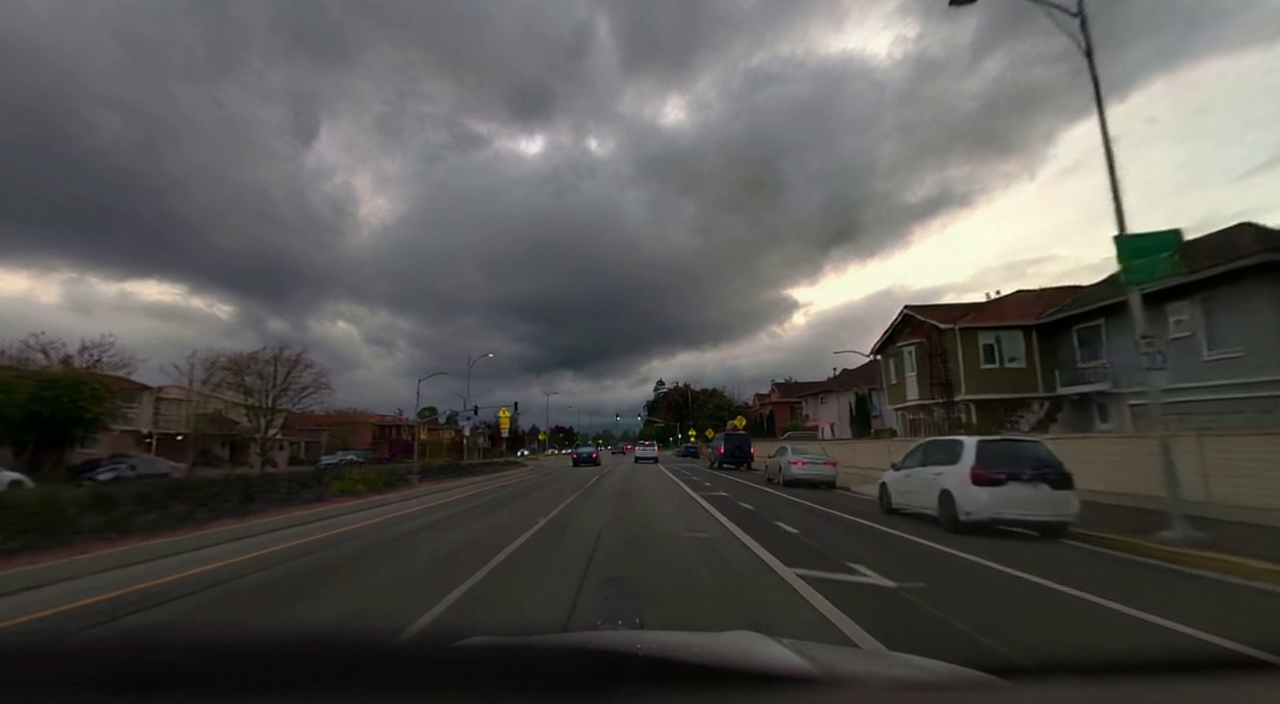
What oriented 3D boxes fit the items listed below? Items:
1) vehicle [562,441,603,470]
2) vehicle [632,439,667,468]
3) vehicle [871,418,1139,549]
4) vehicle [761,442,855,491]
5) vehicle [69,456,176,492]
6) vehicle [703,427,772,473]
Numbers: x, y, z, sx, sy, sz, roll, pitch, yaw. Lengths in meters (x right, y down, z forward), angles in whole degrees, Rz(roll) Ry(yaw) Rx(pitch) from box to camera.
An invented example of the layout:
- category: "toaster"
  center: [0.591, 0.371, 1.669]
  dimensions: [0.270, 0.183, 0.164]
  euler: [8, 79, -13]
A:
- category: "vehicle"
  center: [-3.712, 6.787, 41.460]
  dimensions: [2.233, 1.775, 4.491]
  euler: [0, -9, 1]
- category: "vehicle"
  center: [0.608, 7.072, 44.178]
  dimensions: [2.273, 1.851, 5.075]
  euler: [0, -9, -1]
- category: "vehicle"
  center: [5.803, 2.139, 10.932]
  dimensions: [2.020, 1.762, 4.559]
  euler: [0, -9, 2]
- category: "vehicle"
  center: [5.776, 3.979, 22.311]
  dimensions: [1.910, 1.520, 4.375]
  euler: [0, -9, -3]
- category: "vehicle"
  center: [-25.603, 6.026, 31.453]
  dimensions: [1.794, 1.595, 4.123]
  euler: [0, -9, 0]
- category: "vehicle"
  center: [5.455, 5.686, 36.799]
  dimensions: [2.763, 2.329, 7.864]
  euler: [-1, -9, 0]
